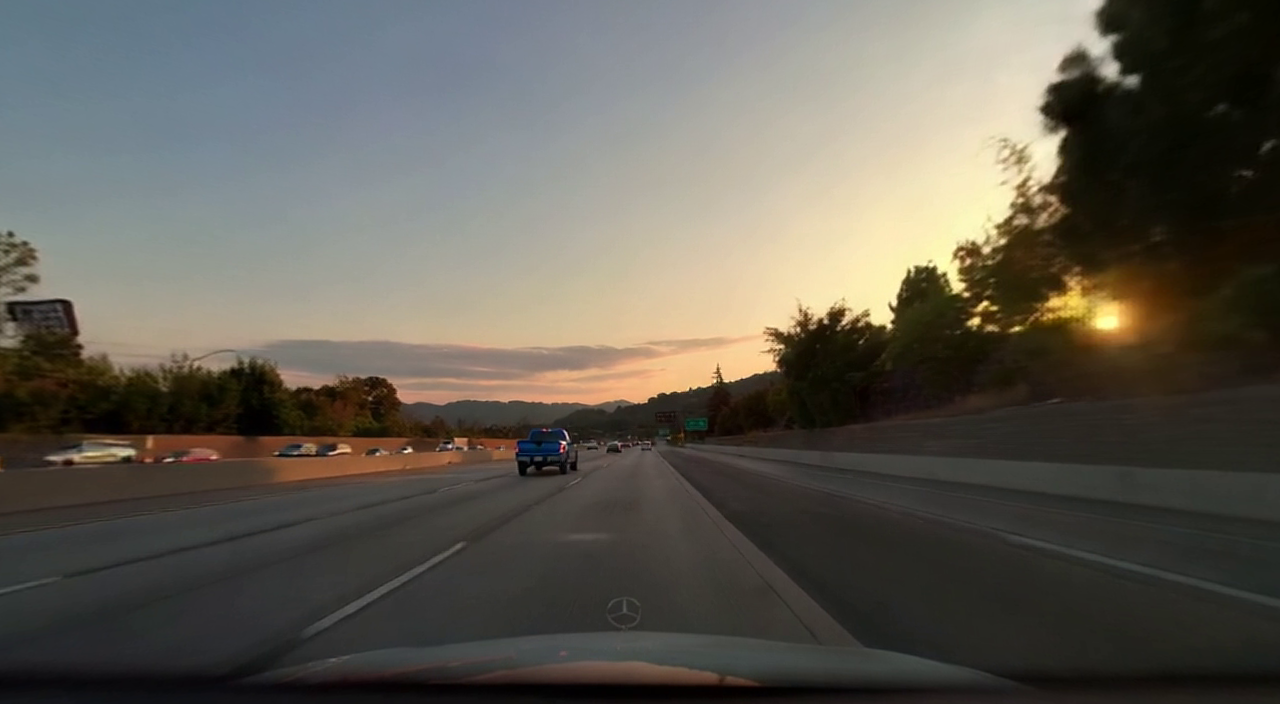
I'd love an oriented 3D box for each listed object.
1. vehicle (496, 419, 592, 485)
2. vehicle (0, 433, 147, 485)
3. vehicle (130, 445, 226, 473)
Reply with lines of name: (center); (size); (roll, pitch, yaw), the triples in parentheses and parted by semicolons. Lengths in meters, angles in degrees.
vehicle: (-3.476, 3.823, 24.364); (2.604, 2.170, 6.271); (0, -8, 1)
vehicle: (-37.028, 6.585, 39.475); (3.018, 2.872, 11.579); (-1, -8, 0)
vehicle: (-33.330, 7.712, 45.779); (2.336, 1.869, 6.038); (0, -8, 1)
